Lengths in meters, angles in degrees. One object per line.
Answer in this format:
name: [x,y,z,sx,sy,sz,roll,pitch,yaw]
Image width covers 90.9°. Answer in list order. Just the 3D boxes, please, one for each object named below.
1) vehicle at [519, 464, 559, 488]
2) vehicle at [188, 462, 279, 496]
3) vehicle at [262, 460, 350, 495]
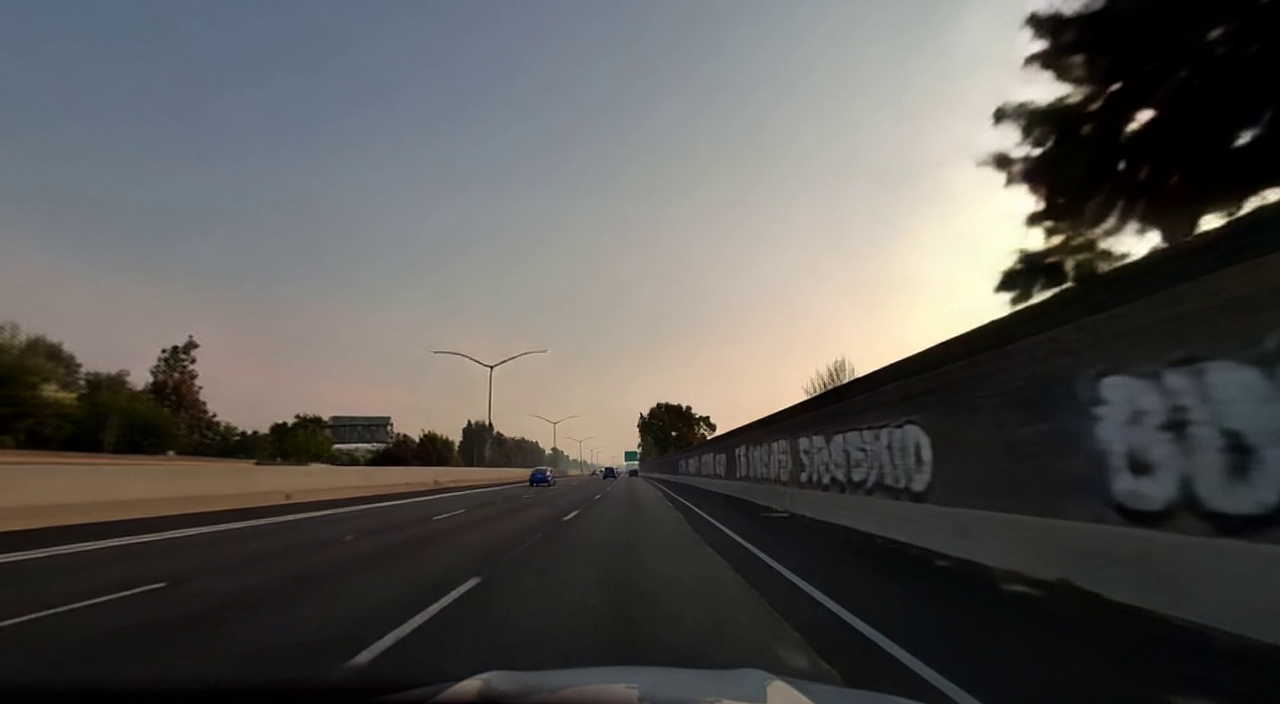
vehicle: [-7.337,9.070,46.254,2.124,1.630,4.416,1,-11,0]
vehicle: [-22.950,7.195,35.818,2.044,1.778,4.622,1,-11,0]
vehicle: [-15.533,5.861,29.564,1.851,1.459,4.101,1,-11,0]
